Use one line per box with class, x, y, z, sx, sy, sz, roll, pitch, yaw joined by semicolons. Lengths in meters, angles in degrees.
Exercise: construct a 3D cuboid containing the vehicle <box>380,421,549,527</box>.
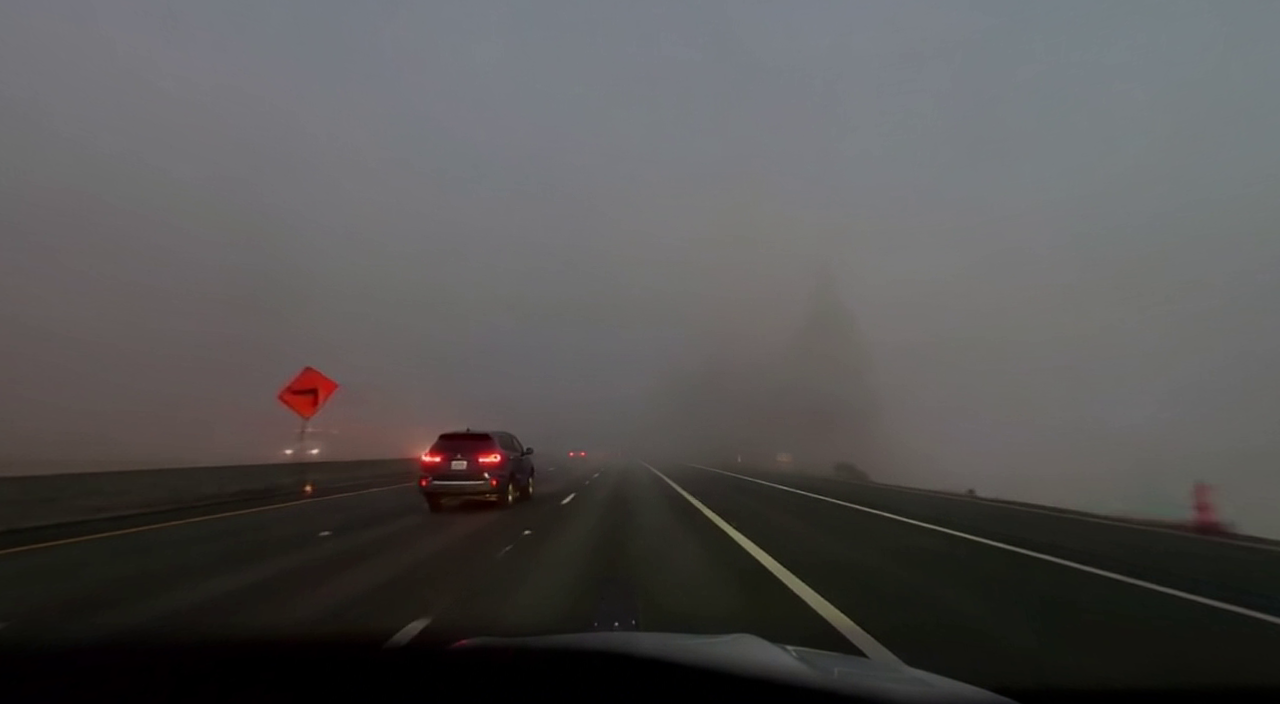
vehicle;-3.199;2.330;12.587;2.103;1.715;4.371;0;-9;0
